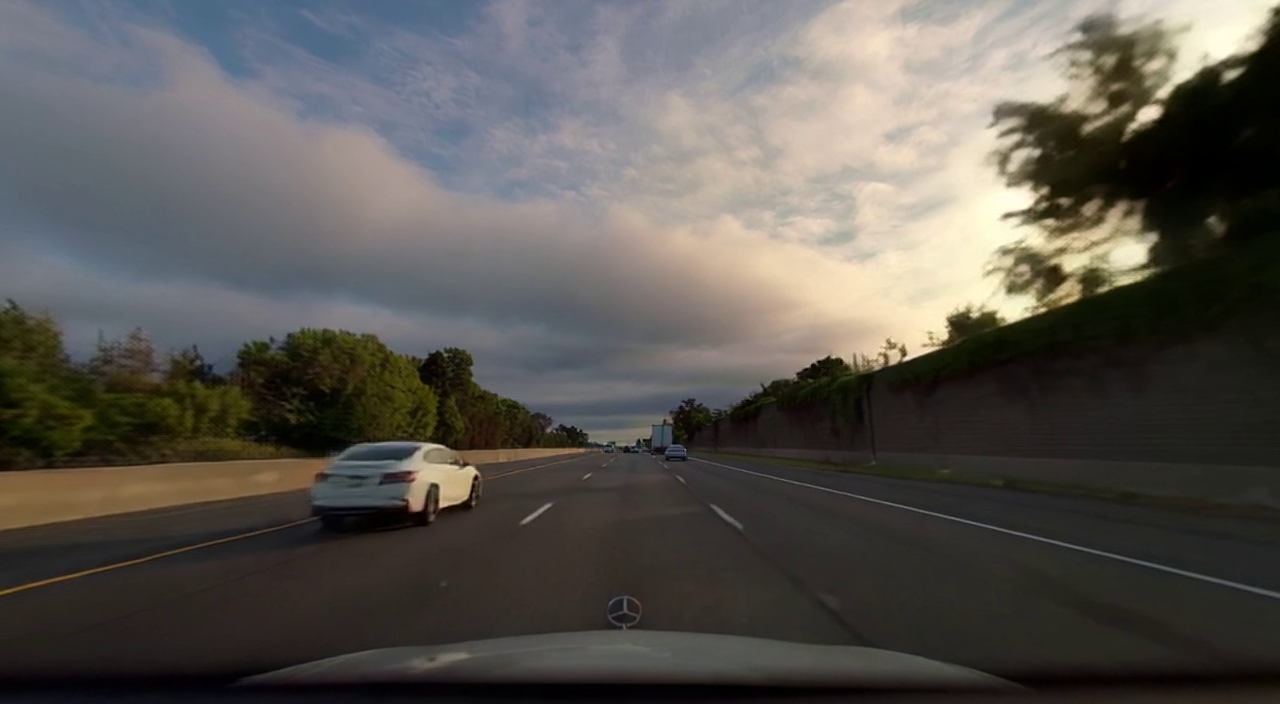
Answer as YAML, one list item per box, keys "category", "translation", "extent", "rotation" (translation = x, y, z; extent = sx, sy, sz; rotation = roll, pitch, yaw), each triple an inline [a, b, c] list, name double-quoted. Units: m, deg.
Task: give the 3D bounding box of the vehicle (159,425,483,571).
- category: "vehicle"
  translation: [-4.113, 1.978, 9.505]
  extent: [2.129, 1.559, 5.272]
  rotation: [0, -9, 0]
